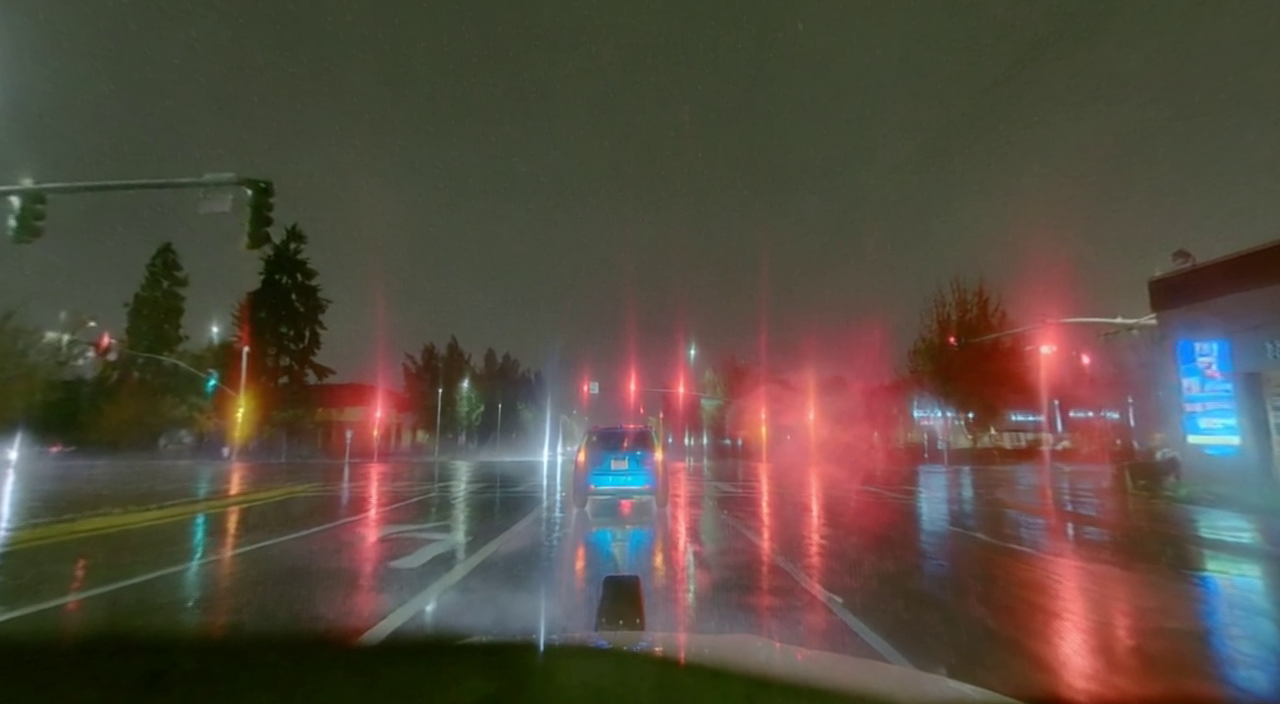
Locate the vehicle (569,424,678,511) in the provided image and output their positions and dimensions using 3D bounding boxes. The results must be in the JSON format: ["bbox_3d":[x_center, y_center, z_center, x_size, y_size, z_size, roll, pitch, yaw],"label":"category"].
[{"bbox_3d":[-0.357,2.480,13.964,2.066,1.618,3.922,0,-8,-1],"label":"vehicle"}]
